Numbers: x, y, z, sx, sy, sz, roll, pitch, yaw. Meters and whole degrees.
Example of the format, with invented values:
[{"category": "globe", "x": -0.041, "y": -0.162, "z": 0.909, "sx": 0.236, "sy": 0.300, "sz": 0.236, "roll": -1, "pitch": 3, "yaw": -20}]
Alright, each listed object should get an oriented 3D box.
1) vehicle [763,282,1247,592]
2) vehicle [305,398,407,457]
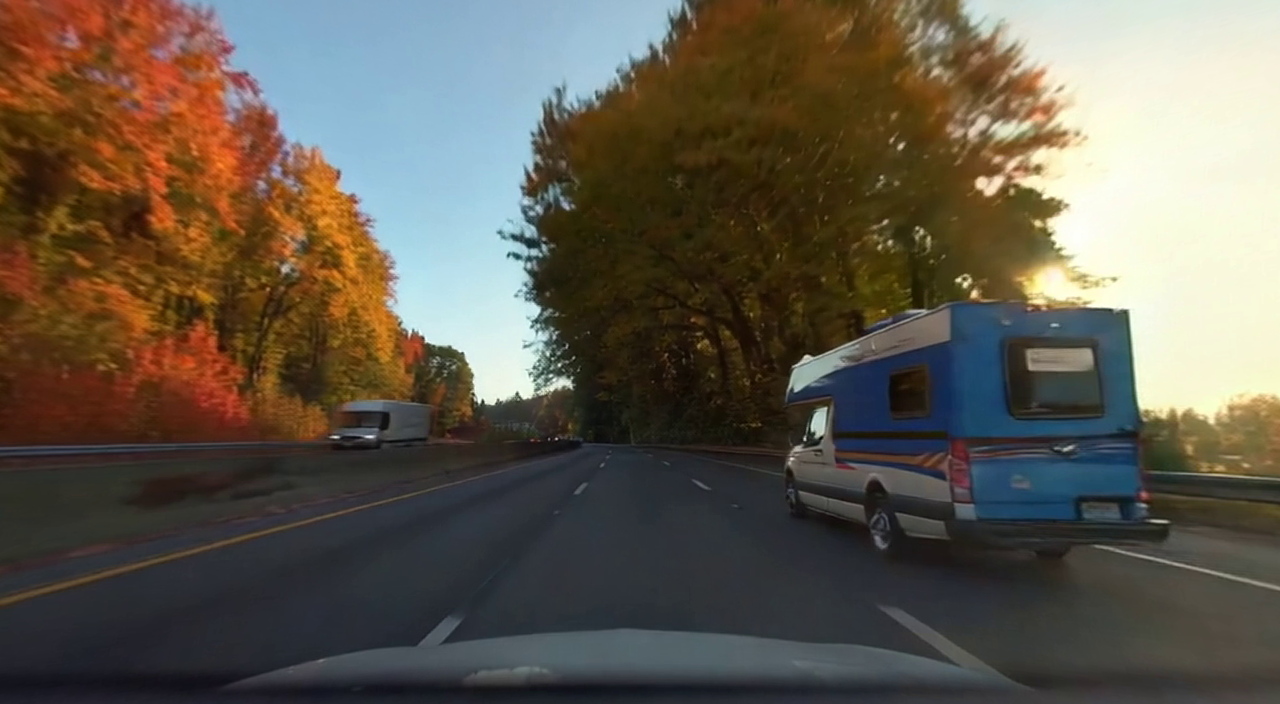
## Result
[{"category": "vehicle", "x": 4.063, "y": 1.218, "z": 9.435, "sx": 2.815, "sy": 2.876, "sz": 7.101, "roll": 0, "pitch": -8, "yaw": -1}, {"category": "vehicle", "x": -15.164, "y": 4.151, "z": 34.200, "sx": 2.456, "sy": 2.870, "sz": 6.580, "roll": 0, "pitch": -8, "yaw": 0}]
